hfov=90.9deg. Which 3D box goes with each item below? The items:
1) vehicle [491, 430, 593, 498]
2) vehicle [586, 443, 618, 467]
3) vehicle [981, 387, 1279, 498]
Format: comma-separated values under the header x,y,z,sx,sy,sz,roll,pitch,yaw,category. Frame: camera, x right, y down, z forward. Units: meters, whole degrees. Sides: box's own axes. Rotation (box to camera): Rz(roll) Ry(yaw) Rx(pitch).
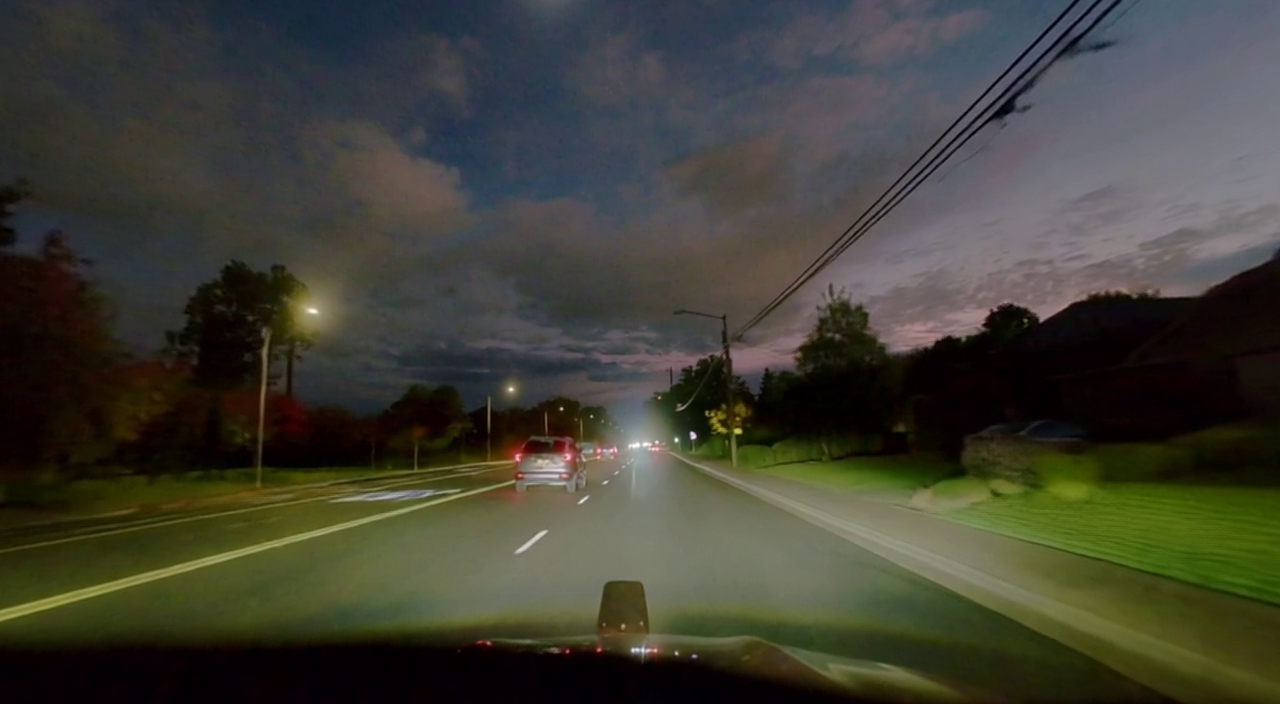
x,y,z,sx,sy,sz,roll,pitch,yaw,category
-2.779,3.311,18.987,2.190,1.766,4.394,0,-9,2,vehicle
-2.490,6.833,42.013,1.802,1.528,3.490,0,-9,1,vehicle
9.954,1.817,12.717,4.944,2.023,1.973,0,-8,1,vehicle
